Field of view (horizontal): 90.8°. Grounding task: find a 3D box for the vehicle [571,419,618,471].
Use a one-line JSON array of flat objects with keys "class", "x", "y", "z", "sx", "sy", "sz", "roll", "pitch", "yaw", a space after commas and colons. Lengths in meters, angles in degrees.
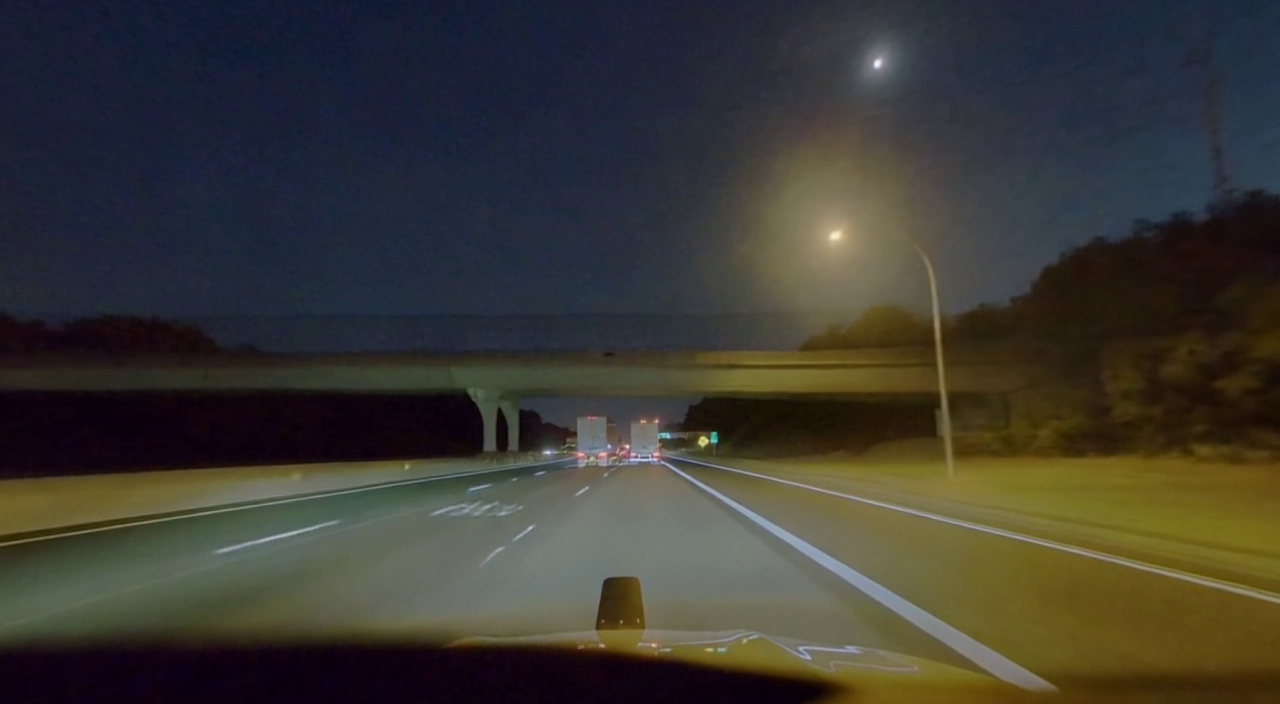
[{"class": "vehicle", "x": -3.018, "y": 6.482, "z": 43.871, "sx": 2.696, "sy": 3.266, "sz": 7.062, "roll": 0, "pitch": -9, "yaw": 0}]
